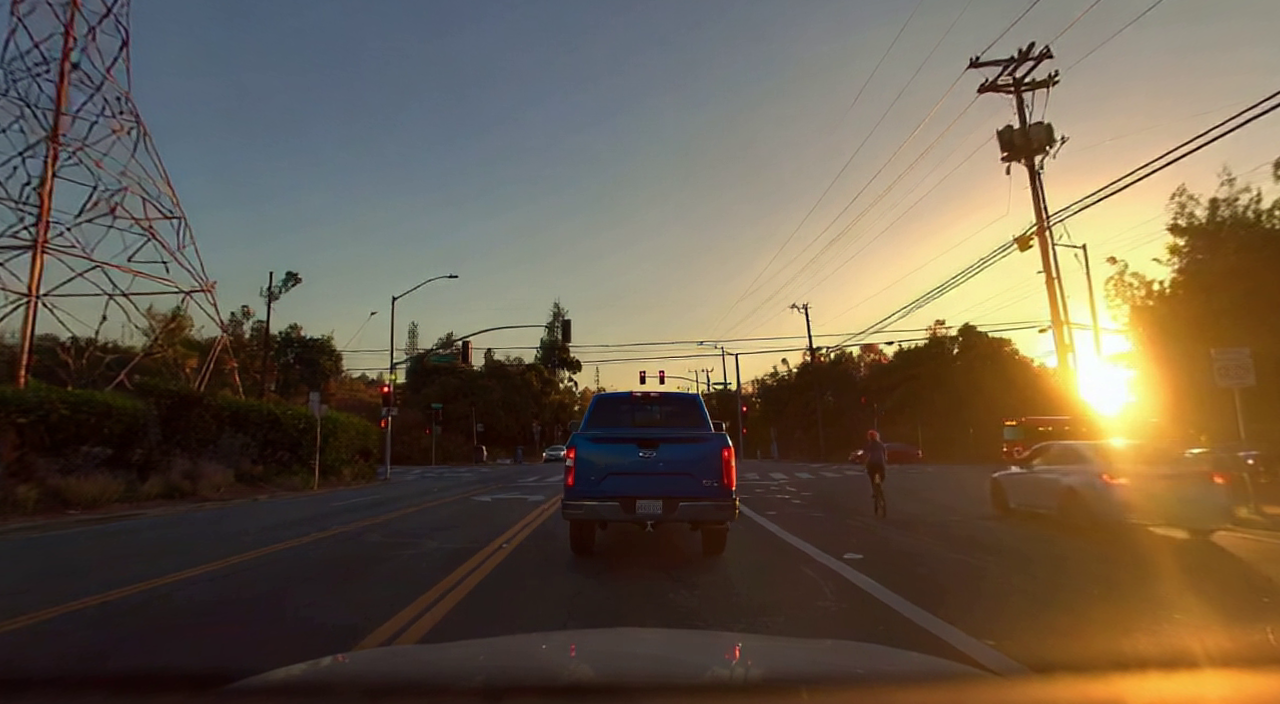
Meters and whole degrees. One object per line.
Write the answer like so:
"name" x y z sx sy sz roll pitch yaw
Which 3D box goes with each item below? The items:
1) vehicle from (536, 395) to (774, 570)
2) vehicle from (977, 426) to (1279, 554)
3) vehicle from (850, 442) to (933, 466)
"vehicle" 0.123 1.889 10.051 2.707 1.964 5.485 0 -8 -1
"vehicle" 7.286 1.987 9.859 2.060 1.496 4.520 -2 -8 8
"vehicle" 16.333 6.638 41.221 4.578 1.490 1.935 -1 -8 3
